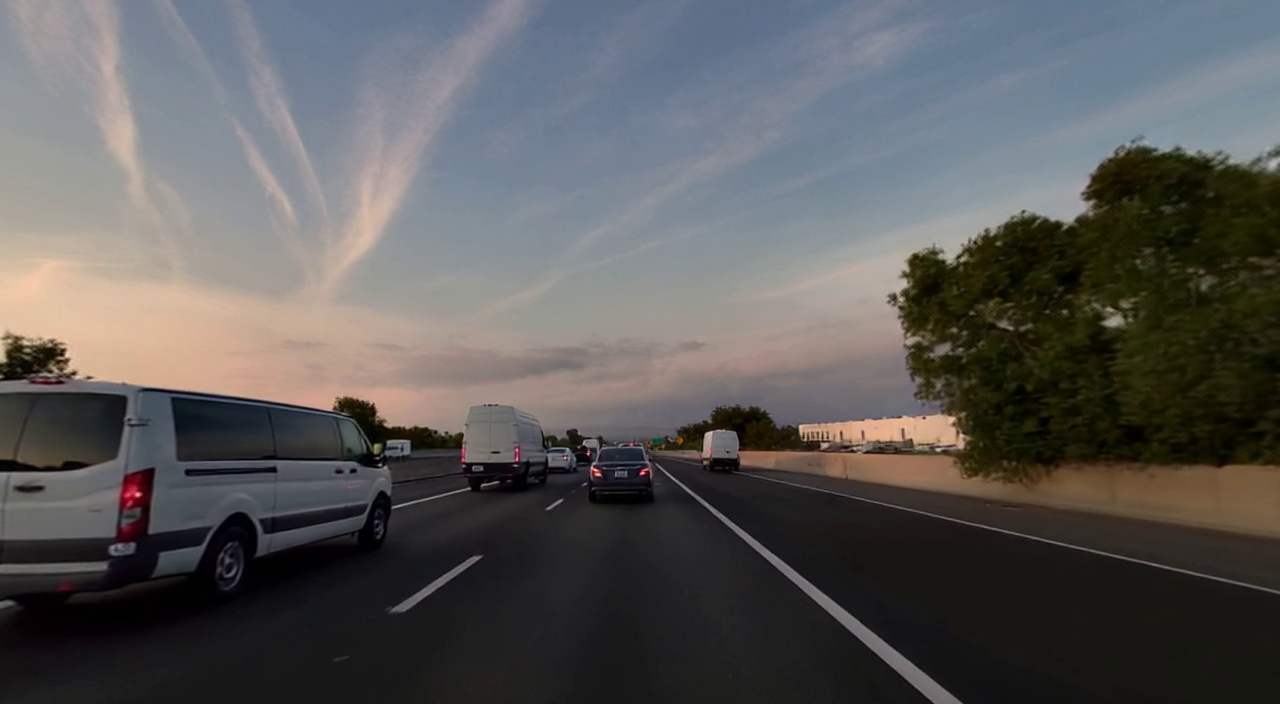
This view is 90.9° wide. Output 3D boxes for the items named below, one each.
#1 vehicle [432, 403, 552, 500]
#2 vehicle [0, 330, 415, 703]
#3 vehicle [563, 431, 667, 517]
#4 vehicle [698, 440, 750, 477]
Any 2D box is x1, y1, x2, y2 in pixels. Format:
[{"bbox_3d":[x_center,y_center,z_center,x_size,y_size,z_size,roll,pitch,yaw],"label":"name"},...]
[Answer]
[{"bbox_3d":[-4.534,3.252,20.756,2.248,2.626,6.837,0,-9,0],"label":"vehicle"},{"bbox_3d":[-4.050,1.194,5.626,2.253,1.892,4.823,0,-9,0],"label":"vehicle"},{"bbox_3d":[-0.503,2.759,14.642,2.093,1.695,3.782,0,-9,0],"label":"vehicle"},{"bbox_3d":[4.232,5.461,32.527,2.003,1.754,4.134,0,-9,-1],"label":"vehicle"}]
